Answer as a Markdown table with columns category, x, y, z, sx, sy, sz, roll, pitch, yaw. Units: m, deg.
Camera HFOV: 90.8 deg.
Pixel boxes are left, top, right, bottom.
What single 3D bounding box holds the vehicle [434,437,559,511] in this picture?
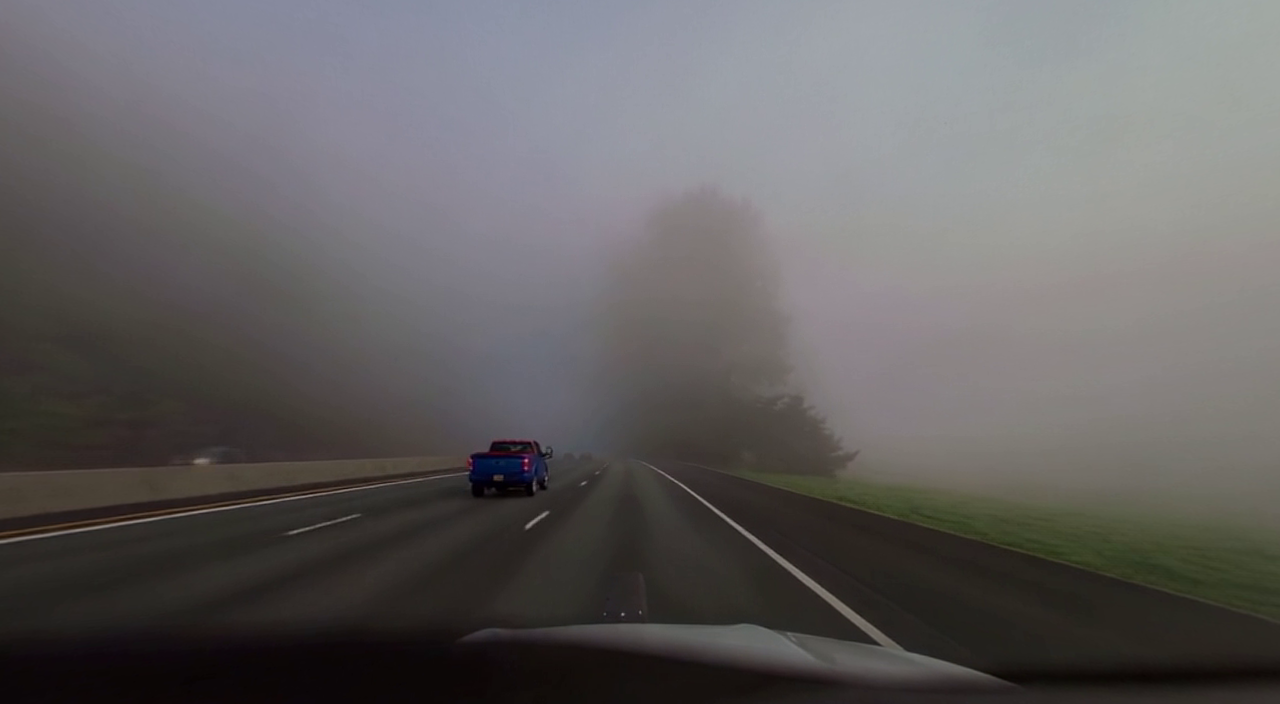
| category | x | y | z | sx | sy | sz | roll | pitch | yaw |
| --- | --- | --- | --- | --- | --- | --- | --- | --- | --- |
| vehicle | -3.592 | 3.174 | 16.898 | 2.279 | 1.683 | 4.726 | 0 | -9 | -1 |
